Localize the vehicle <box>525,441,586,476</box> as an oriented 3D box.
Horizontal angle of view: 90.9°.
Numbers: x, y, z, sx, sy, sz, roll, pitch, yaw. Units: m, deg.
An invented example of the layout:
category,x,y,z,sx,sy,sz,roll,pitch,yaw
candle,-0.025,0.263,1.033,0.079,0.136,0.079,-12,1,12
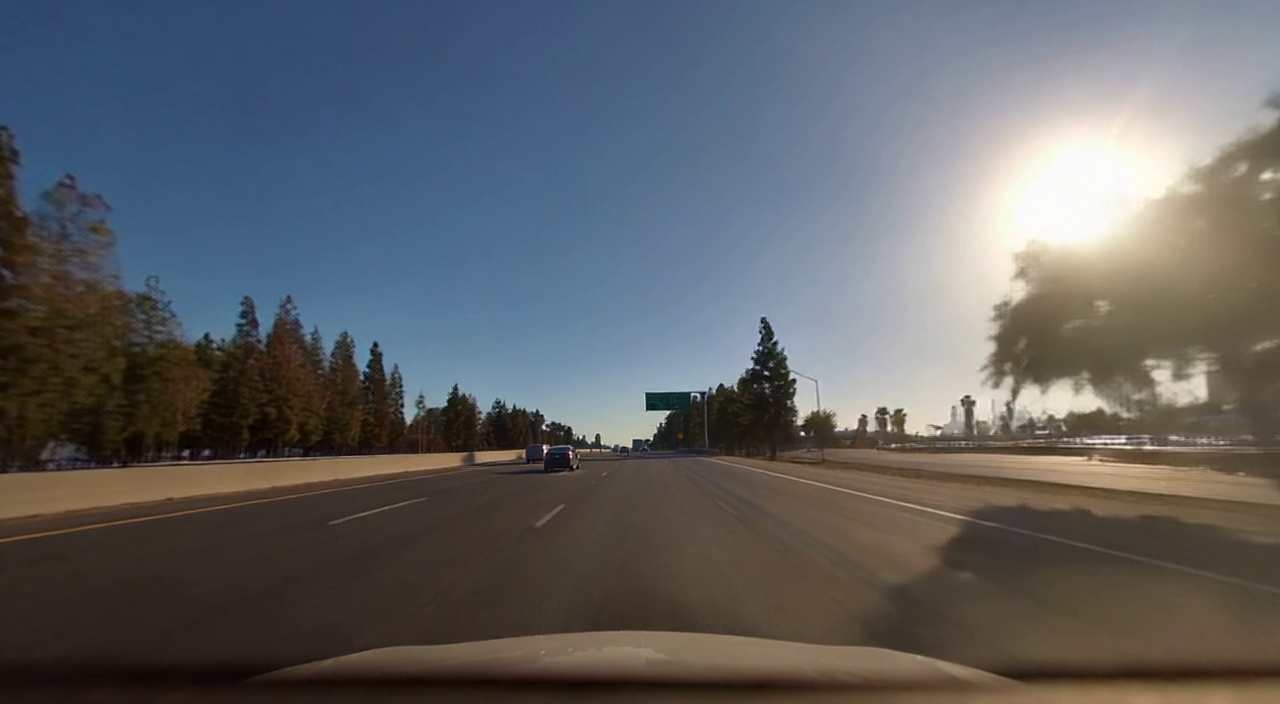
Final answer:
category,x,y,z,sx,sy,sz,roll,pitch,yaw
vehicle,-3.720,4.773,28.520,2.128,1.450,4.078,-1,-8,1
